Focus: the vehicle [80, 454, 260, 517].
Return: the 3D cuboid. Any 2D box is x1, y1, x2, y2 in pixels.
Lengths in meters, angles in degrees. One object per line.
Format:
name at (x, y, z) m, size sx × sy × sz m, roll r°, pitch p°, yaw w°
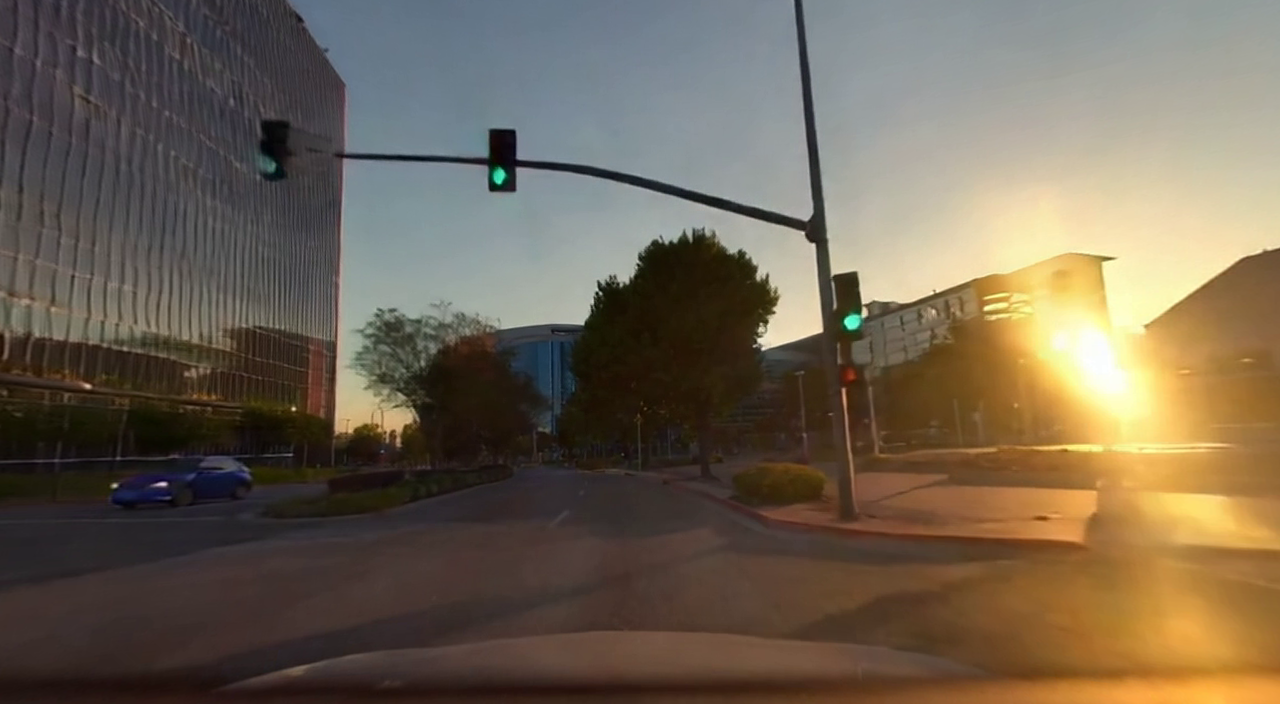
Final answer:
vehicle at (-12.822, 3.631, 17.628) m, size 1.906 × 1.502 × 4.396 m, roll 2°, pitch -9°, yaw -5°
